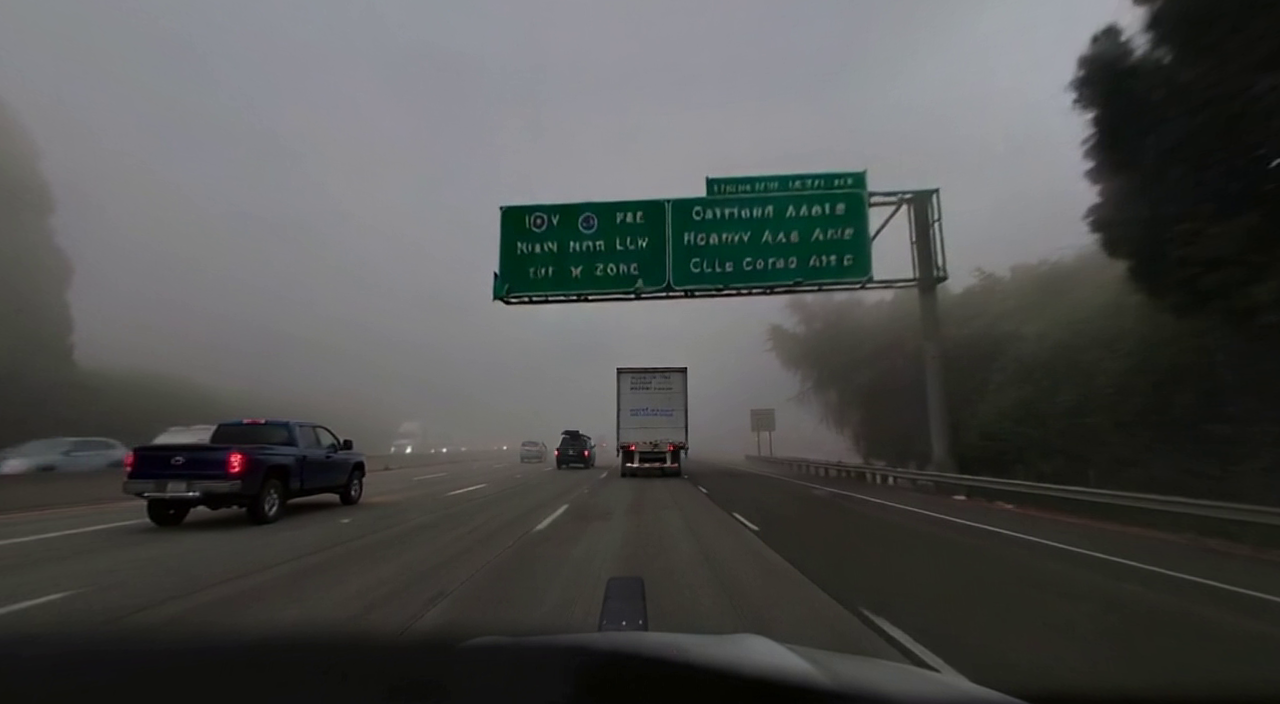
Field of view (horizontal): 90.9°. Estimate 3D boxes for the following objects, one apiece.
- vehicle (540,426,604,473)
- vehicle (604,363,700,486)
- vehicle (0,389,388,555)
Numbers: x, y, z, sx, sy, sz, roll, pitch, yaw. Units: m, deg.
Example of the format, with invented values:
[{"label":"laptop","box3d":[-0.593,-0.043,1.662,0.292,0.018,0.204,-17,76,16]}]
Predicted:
[{"label":"vehicle","box3d":[-3.204,4.828,31.226,2.379,2.075,6.169,0,-9,1]},{"label":"vehicle","box3d":[0.337,2.970,24.494,2.941,3.794,9.851,0,-9,0]},{"label":"vehicle","box3d":[-6.748,1.892,10.615,2.479,1.978,5.952,0,-9,1]}]
